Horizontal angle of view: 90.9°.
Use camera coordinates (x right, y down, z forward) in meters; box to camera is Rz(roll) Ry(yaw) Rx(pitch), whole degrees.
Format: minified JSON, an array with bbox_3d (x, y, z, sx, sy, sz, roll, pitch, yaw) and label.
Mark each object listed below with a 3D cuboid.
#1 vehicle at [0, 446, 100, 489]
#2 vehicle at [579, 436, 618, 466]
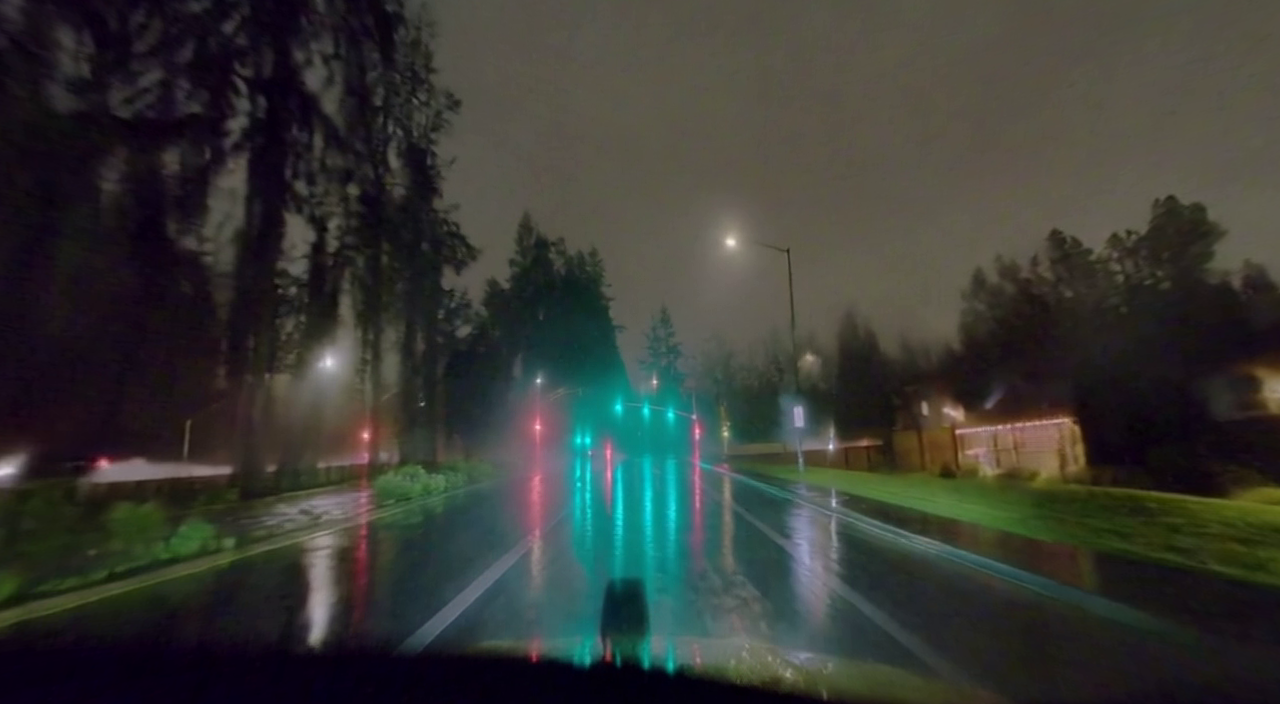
[{"bbox_3d":[-23.576,4.337,23.993,1.848,1.520,4.593,-1,-8,1],"label":"vehicle"},{"bbox_3d":[-2.485,6.066,38.679,2.016,1.694,4.335,-1,-8,1],"label":"vehicle"}]
